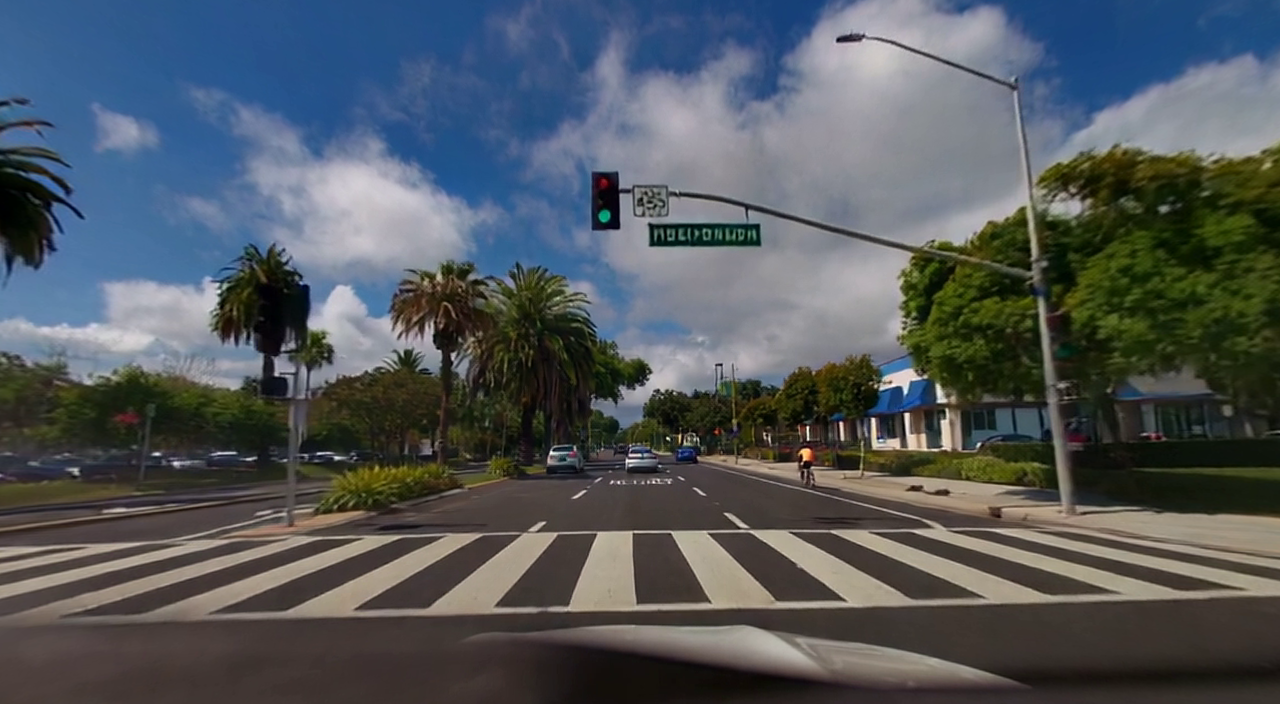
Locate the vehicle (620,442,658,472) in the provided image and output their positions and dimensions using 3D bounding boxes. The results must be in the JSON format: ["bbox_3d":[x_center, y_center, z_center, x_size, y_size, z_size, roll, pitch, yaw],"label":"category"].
[{"bbox_3d":[-0.108,6.062,36.588,2.102,1.653,3.698,0,-9,-1],"label":"vehicle"}]

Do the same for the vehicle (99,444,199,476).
[{"bbox_3d":[-34.427,7.576,44.409,5.109,2.014,2.269,-2,-10,2],"label":"vehicle"}]

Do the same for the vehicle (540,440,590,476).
[{"bbox_3d":[-3.922,5.619,33.701,2.071,1.744,4.500,0,-9,1],"label":"vehicle"}]
